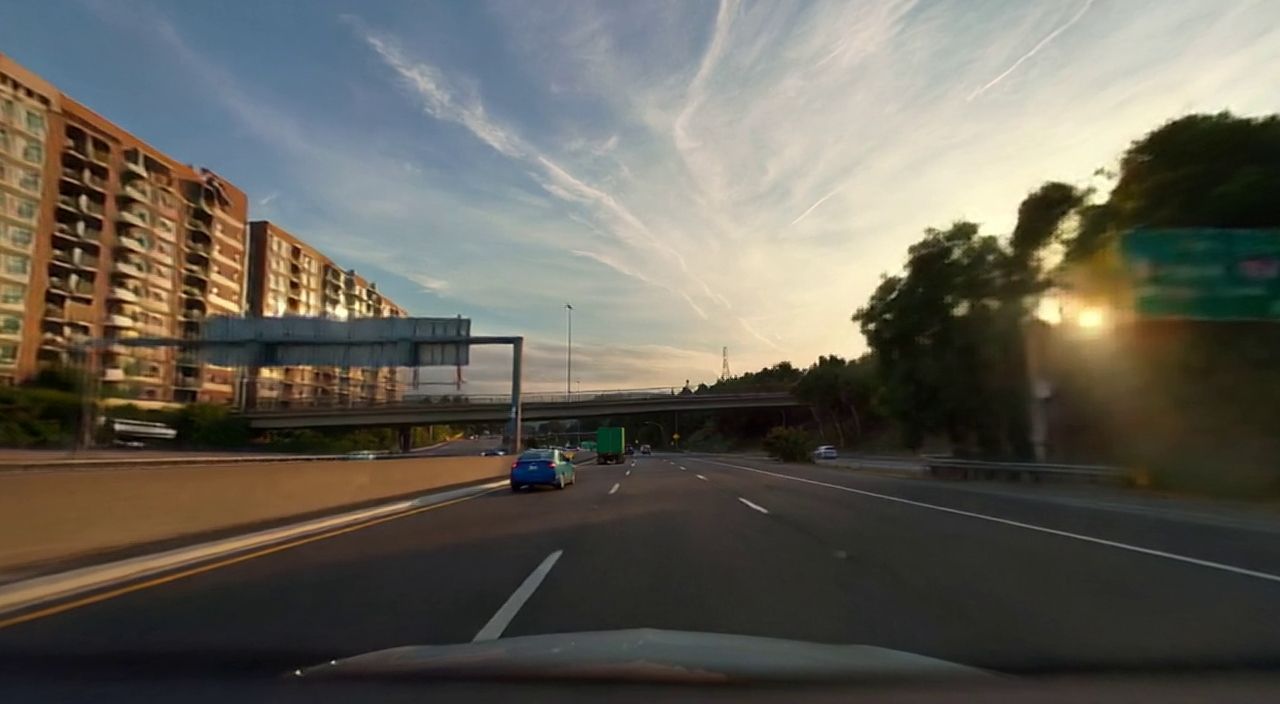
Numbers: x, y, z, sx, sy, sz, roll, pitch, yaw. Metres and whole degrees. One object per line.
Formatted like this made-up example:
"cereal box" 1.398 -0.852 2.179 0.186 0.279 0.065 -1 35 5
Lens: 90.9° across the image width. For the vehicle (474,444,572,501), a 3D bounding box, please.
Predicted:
"vehicle" -3.348 3.560 19.025 2.039 1.478 4.483 0 -9 1
